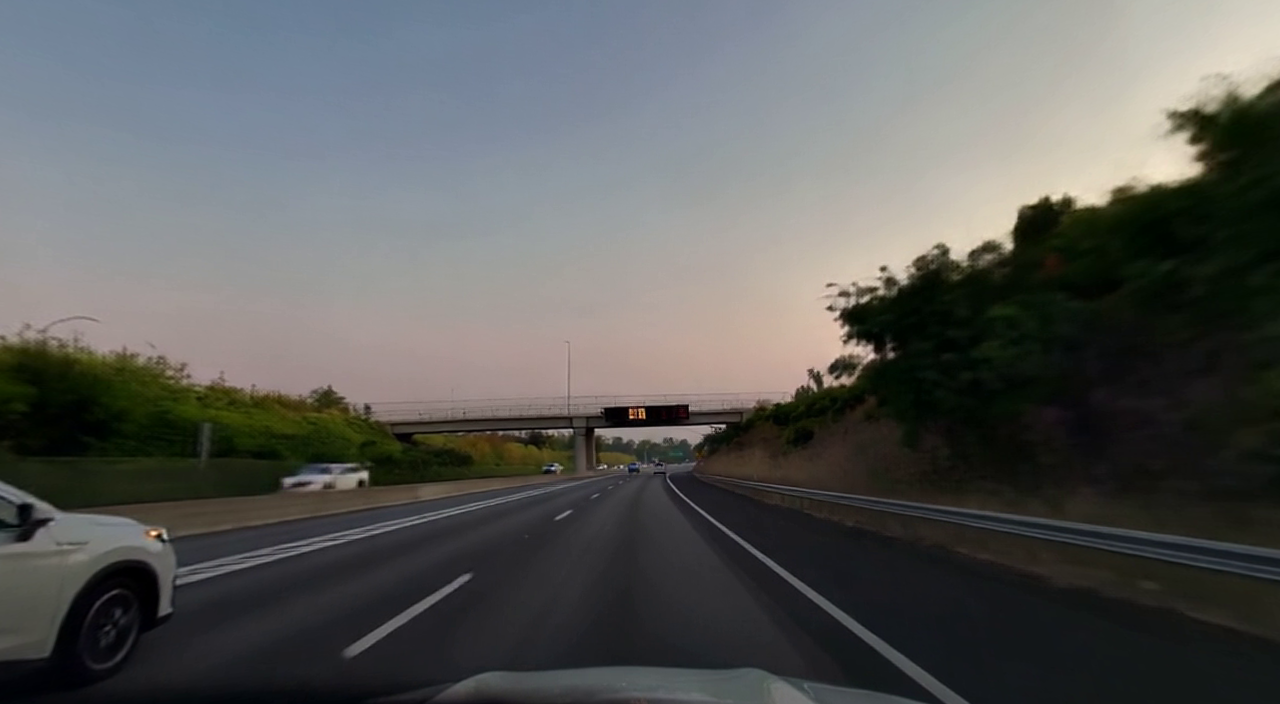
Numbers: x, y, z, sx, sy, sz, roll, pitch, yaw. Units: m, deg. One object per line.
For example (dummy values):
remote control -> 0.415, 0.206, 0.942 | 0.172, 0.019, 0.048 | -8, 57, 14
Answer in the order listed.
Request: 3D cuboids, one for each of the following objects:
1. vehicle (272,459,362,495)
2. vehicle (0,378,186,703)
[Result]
vehicle -> -14.983, 5.825, 29.492 | 1.930, 1.523, 4.060 | 1, -11, 2
vehicle -> -4.115, 0.738, 1.761 | 2.141, 1.697, 4.641 | 1, -11, 0
